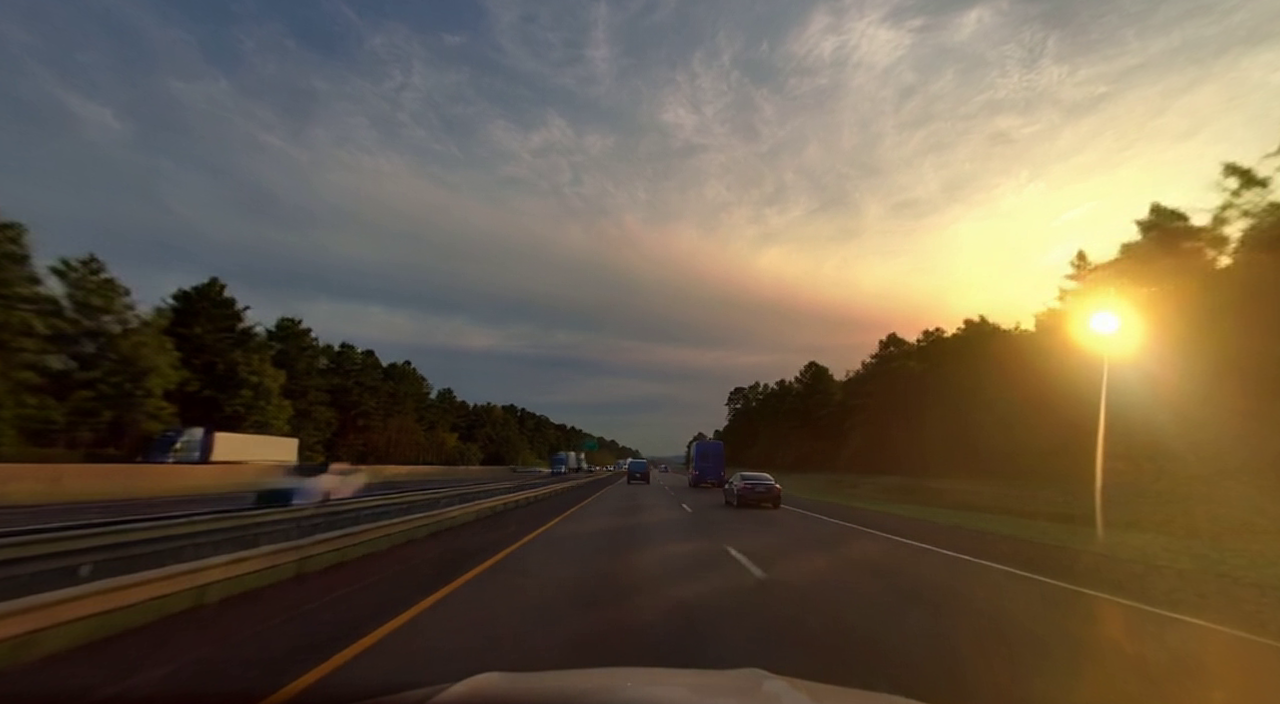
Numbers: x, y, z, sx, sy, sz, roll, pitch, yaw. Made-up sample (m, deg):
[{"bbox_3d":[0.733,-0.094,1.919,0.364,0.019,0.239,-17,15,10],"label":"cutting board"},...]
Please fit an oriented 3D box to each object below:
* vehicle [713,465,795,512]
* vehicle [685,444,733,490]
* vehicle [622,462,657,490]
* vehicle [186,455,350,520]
[{"bbox_3d":[4.166,5.092,23.903,2.073,1.532,4.969,1,-10,-2],"label":"vehicle"},{"bbox_3d":[4.747,8.154,44.748,2.563,2.975,6.941,1,-10,0],"label":"vehicle"},{"bbox_3d":[-0.002,8.347,42.491,2.212,1.717,4.452,0,-10,1],"label":"vehicle"},{"bbox_3d":[-9.812,3.608,17.062,1.897,1.498,3.978,0,-10,1],"label":"vehicle"}]
